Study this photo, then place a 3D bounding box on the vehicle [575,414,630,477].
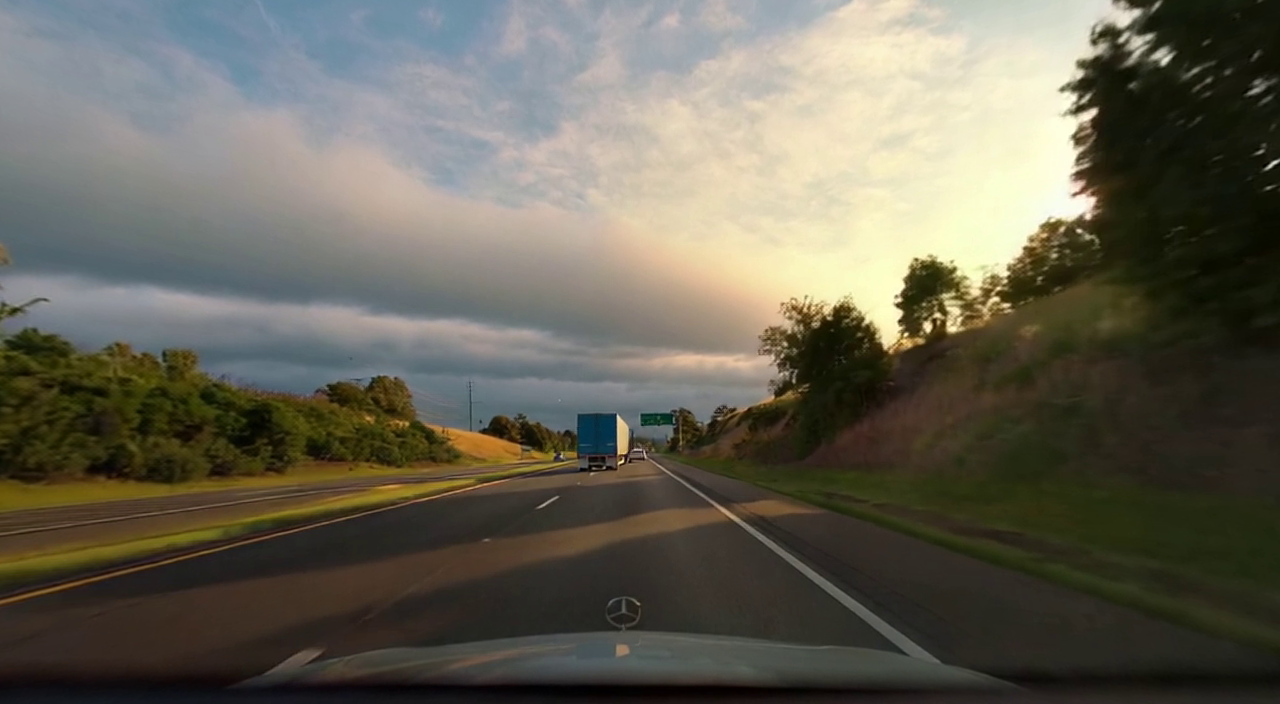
[{"bbox_3d":[-2.006,5.409,36.328,2.704,3.270,6.745,0,-9,1],"label":"vehicle"}]
